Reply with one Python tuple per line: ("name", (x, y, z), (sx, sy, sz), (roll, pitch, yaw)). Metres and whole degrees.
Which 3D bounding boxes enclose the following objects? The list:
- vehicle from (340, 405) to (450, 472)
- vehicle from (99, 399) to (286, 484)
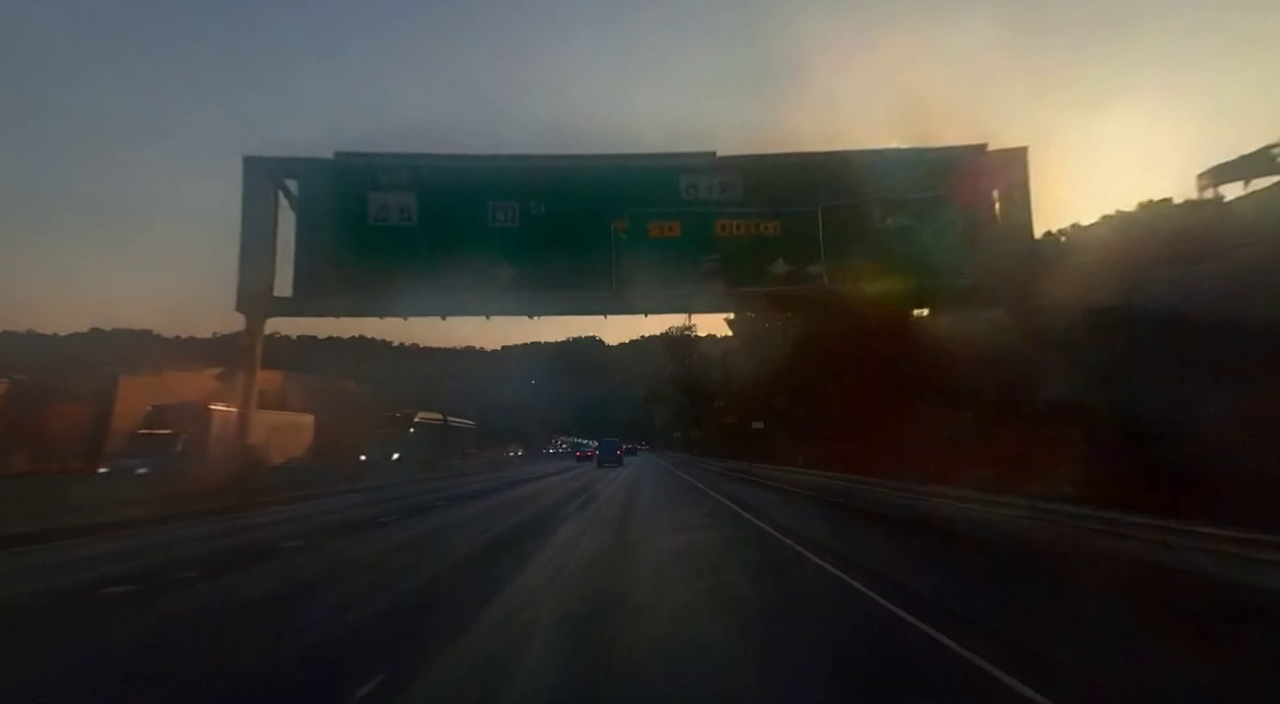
("vehicle", (-15.826, 5.845, 41.923), (3.075, 3.898, 10.038), (0, -9, 1))
("vehicle", (-23.103, 4.819, 33.542), (3.029, 3.844, 9.059), (0, -9, 1))
